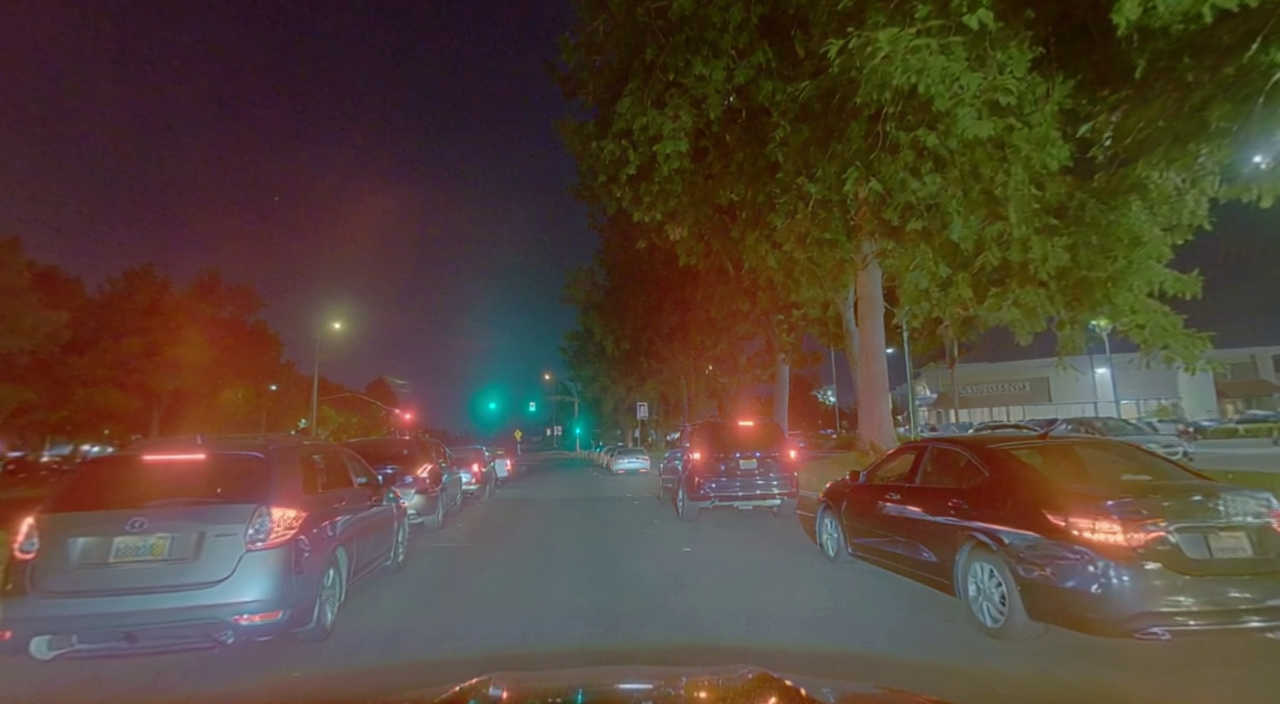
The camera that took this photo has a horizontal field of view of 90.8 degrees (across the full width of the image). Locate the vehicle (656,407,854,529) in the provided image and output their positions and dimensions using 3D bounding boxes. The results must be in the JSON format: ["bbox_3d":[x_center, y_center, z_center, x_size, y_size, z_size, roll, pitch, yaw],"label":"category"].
[{"bbox_3d":[1.905,2.244,12.870,2.324,1.907,5.634,1,-8,-7],"label":"vehicle"}]

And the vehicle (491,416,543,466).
[{"bbox_3d":[-8.583,6.363,45.040,2.820,3.263,7.986,1,-8,-6],"label":"vehicle"}]

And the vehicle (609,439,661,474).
[{"bbox_3d":[-0.319,4.779,29.189,1.910,1.493,4.490,1,-8,-7],"label":"vehicle"}]

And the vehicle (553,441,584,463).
[{"bbox_3d":[-5.276,7.343,46.531,2.095,1.473,4.301,1,-8,-7],"label":"vehicle"}]

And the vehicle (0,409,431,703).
[{"bbox_3d":[-2.903,1.341,5.131,1.968,1.497,4.286,2,-9,-14],"label":"vehicle"}]

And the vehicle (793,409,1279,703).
[{"bbox_3d":[3.160,1.399,5.634,1.904,1.494,4.864,1,-8,-6],"label":"vehicle"}]
